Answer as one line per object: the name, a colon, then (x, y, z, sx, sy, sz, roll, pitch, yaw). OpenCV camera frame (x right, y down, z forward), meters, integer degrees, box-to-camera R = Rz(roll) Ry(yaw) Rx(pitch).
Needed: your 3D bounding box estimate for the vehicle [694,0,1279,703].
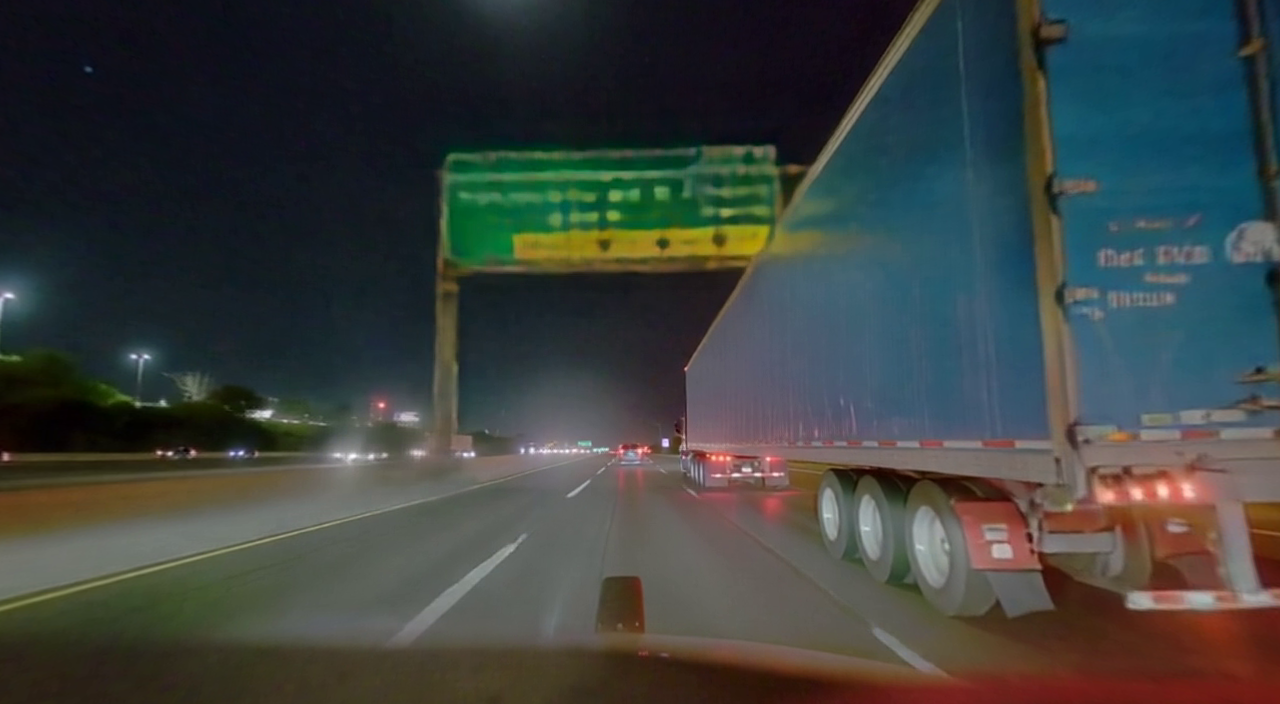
vehicle: (3.304, 0.838, 10.726, 2.996, 4.123, 15.965, 0, -9, -1)

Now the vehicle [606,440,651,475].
vehicle: (-0.609, 5.544, 33.275, 2.191, 1.685, 4.015, 0, -9, -1)
